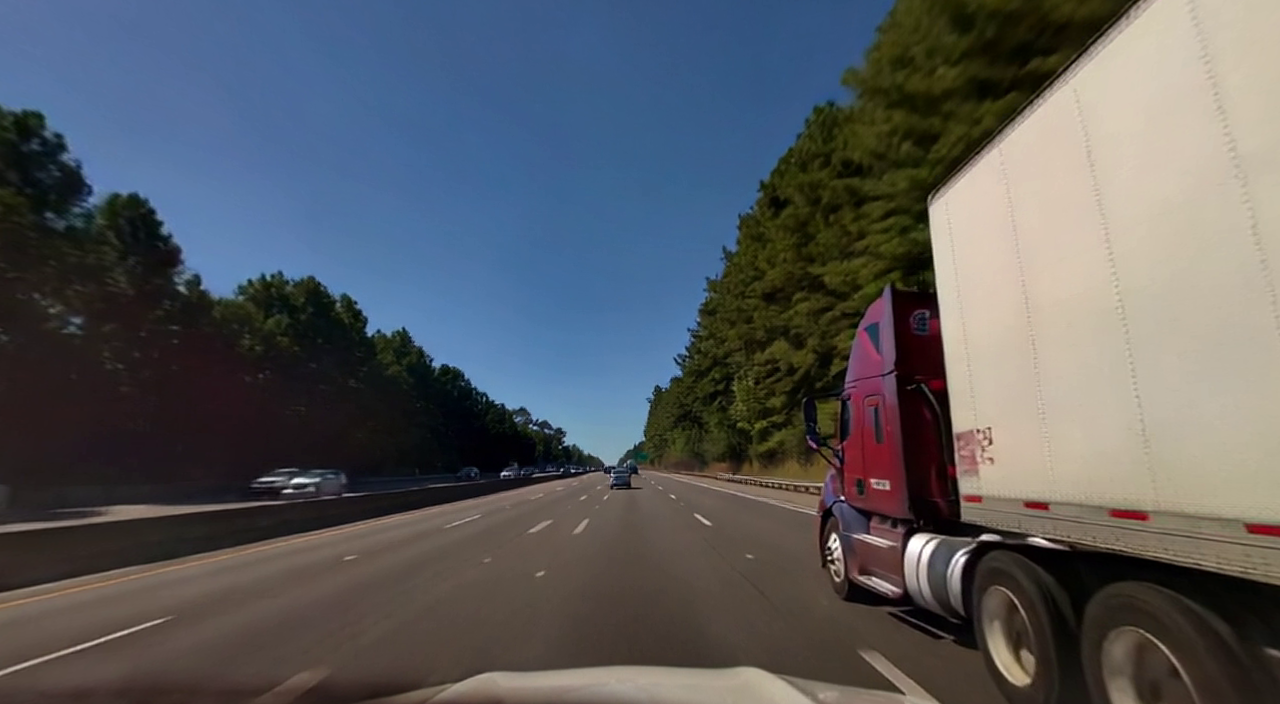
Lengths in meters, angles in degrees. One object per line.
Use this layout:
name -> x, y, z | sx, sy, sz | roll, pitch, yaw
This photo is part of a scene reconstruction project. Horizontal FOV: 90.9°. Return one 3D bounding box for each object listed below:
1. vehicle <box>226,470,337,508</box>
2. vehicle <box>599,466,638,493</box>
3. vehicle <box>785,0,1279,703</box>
vehicle -> -15.399, 5.904, 27.436 | 1.913, 1.435, 5.140 | 1, -11, -2
vehicle -> -1.141, 7.009, 34.738 | 2.032, 1.407, 3.641 | 1, -11, -1
vehicle -> 3.588, 0.048, 3.988 | 3.019, 4.226, 9.221 | 1, -11, 0
